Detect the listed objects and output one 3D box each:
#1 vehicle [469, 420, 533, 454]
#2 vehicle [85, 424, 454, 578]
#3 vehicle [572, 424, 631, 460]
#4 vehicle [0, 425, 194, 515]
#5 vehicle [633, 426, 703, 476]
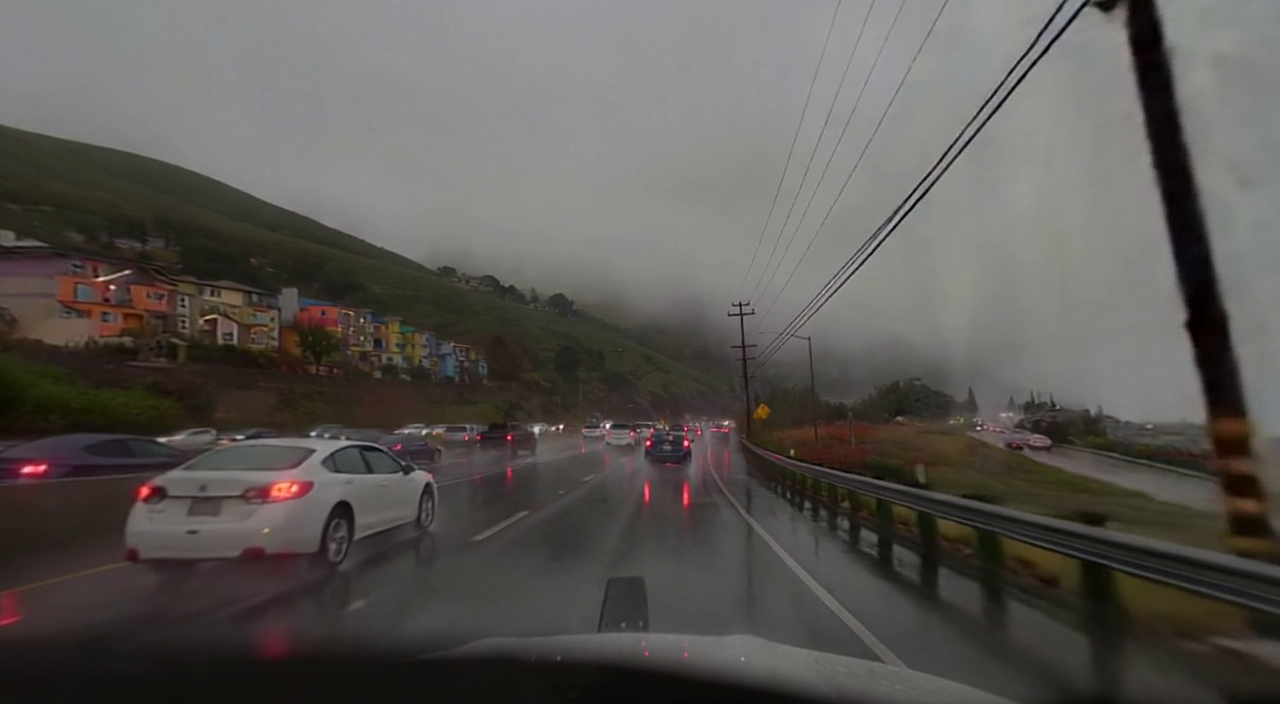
[{"bbox_3d":[-8.127,5.066,37.351,2.080,1.833,4.461,-2,-9,11],"label":"vehicle"},{"bbox_3d":[-4.336,1.804,8.589,1.956,1.478,4.789,-1,-8,3],"label":"vehicle"},{"bbox_3d":[-1.849,4.531,31.700,2.121,1.639,4.383,-1,-8,8],"label":"vehicle"},{"bbox_3d":[-12.410,2.443,13.467,1.986,1.622,4.548,-1,-8,9],"label":"vehicle"},{"bbox_3d":[0.989,3.307,21.236,2.109,1.495,3.935,-1,-8,4],"label":"vehicle"}]
